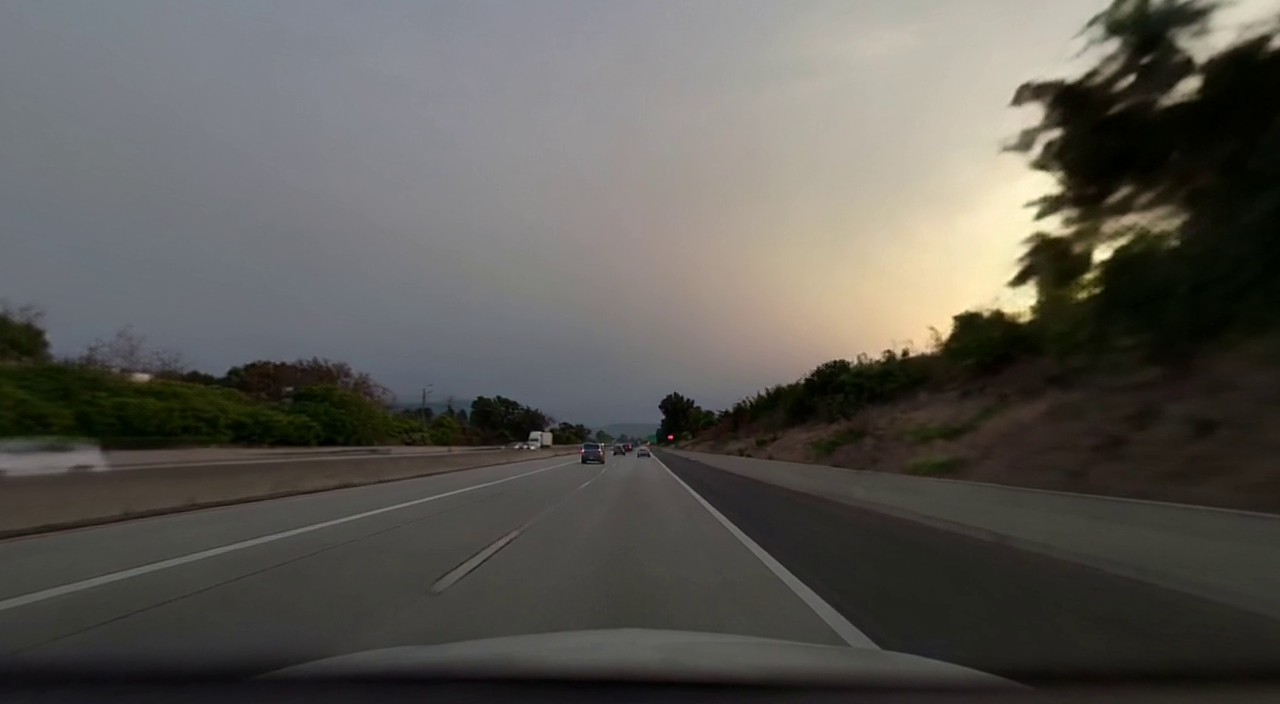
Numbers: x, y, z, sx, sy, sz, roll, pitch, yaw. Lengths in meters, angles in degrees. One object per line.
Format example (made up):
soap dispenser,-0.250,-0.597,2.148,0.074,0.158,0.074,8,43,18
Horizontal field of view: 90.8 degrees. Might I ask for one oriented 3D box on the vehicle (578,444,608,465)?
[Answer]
vehicle,-3.504,7.710,47.498,1.921,1.536,3.920,0,-9,0
